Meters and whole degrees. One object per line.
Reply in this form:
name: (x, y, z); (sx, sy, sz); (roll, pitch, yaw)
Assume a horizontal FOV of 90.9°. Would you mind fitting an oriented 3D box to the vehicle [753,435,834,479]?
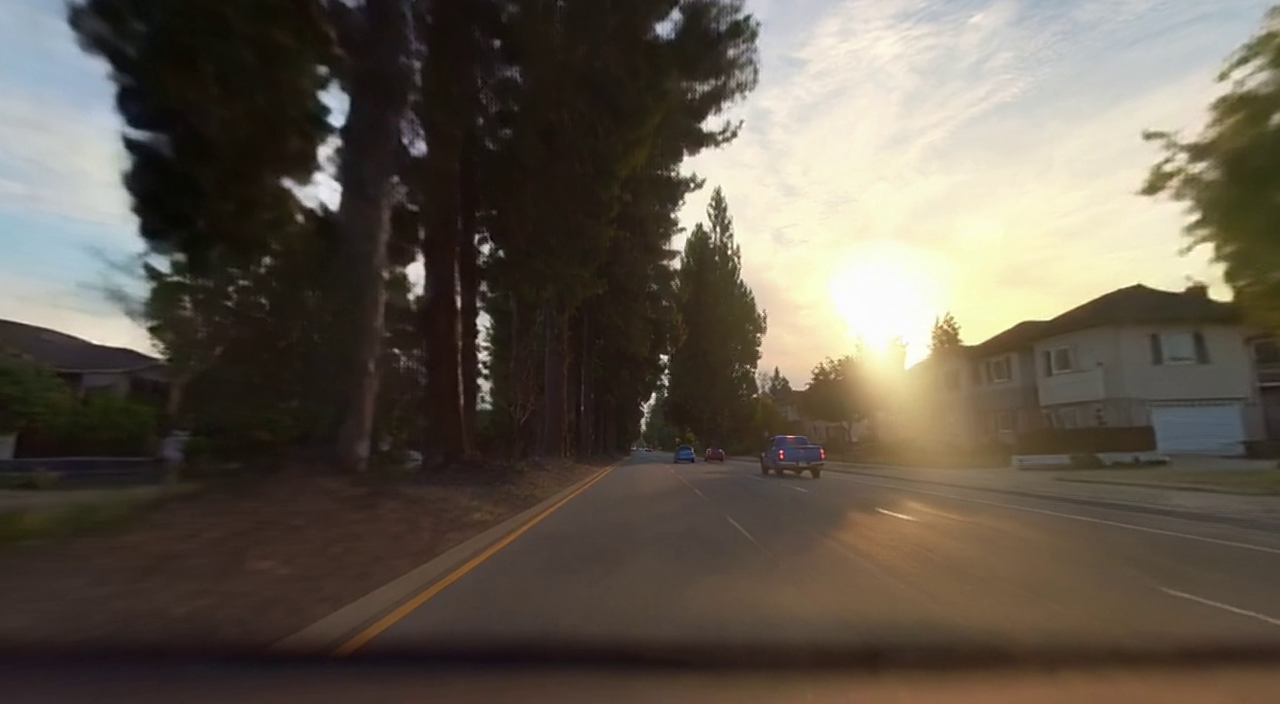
vehicle: (6.832, 4.762, 28.791); (2.262, 1.769, 5.666); (0, -9, 0)
